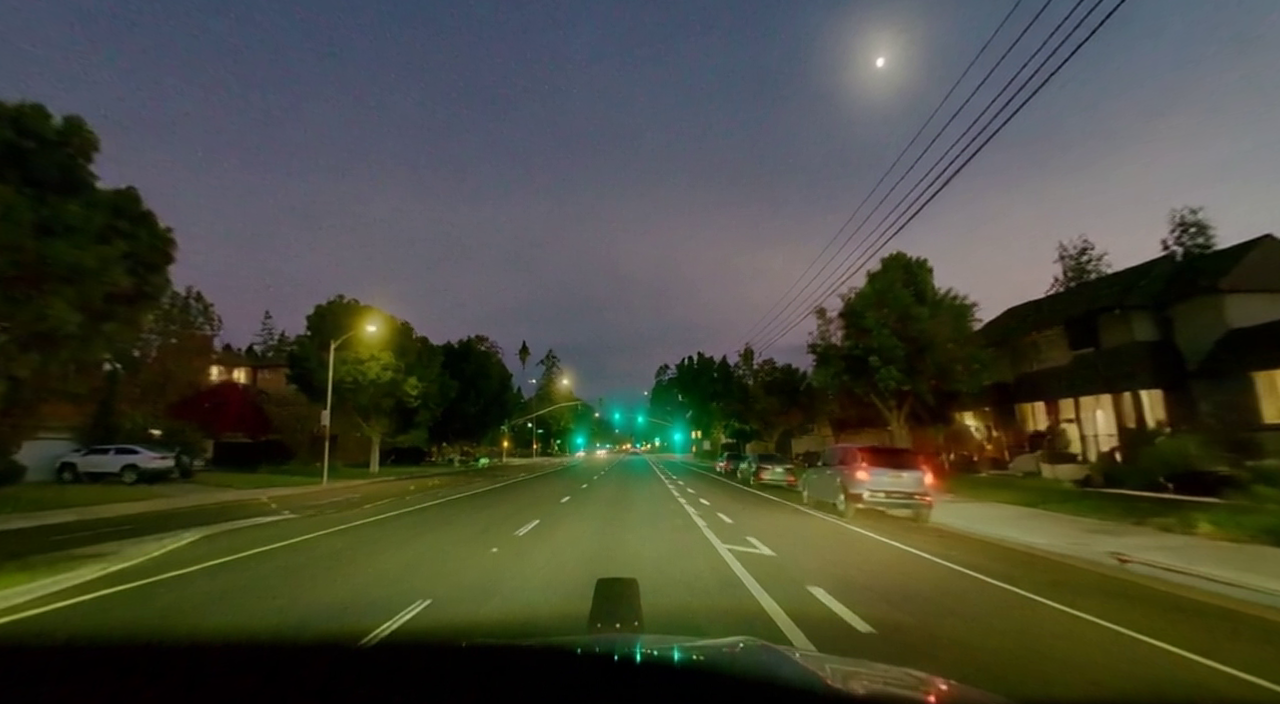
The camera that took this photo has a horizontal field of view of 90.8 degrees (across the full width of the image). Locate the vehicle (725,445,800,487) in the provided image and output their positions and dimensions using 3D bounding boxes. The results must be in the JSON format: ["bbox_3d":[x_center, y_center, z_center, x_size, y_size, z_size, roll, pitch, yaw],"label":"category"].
[{"bbox_3d":[4.706,4.431,24.992,2.065,1.463,4.814,0,-8,1],"label":"vehicle"}]

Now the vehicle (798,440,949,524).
[{"bbox_3d":[4.791,2.677,13.530,1.875,1.540,3.402,0,-8,-1],"label":"vehicle"}]

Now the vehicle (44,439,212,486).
[{"bbox_3d":[-20.960,4.530,26.049,4.931,1.801,2.142,0,-8,-1],"label":"vehicle"}]
